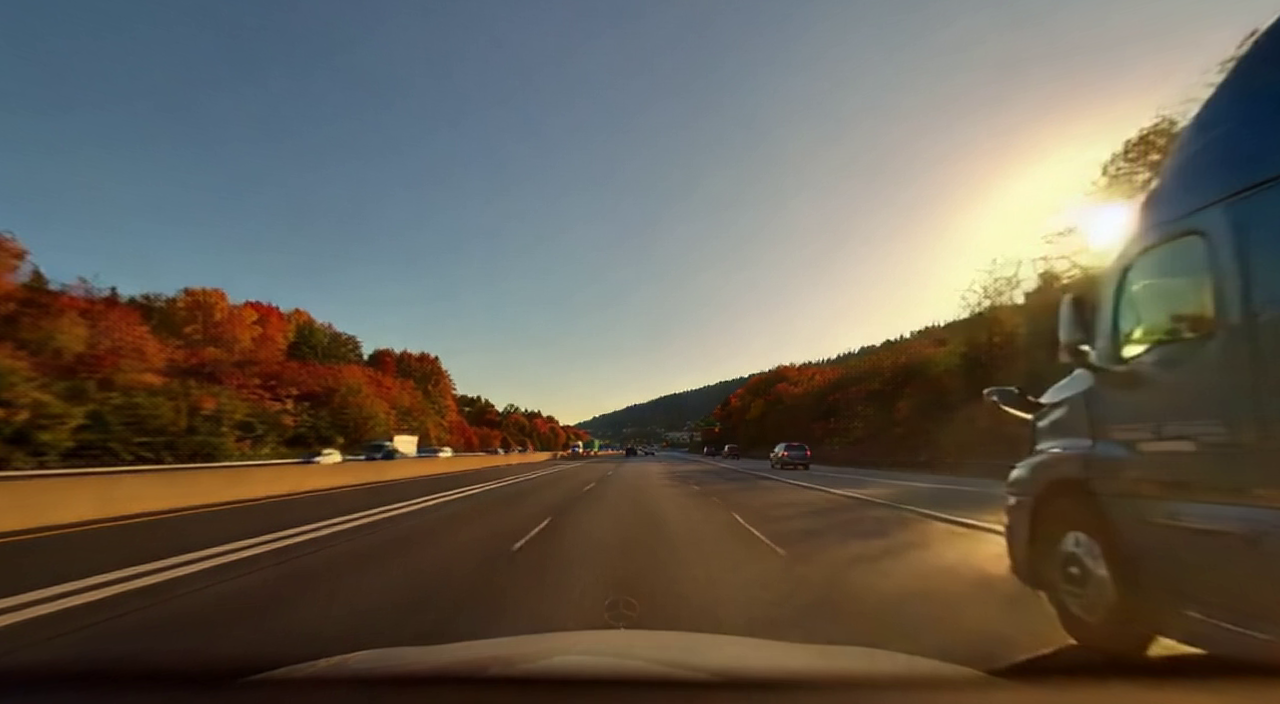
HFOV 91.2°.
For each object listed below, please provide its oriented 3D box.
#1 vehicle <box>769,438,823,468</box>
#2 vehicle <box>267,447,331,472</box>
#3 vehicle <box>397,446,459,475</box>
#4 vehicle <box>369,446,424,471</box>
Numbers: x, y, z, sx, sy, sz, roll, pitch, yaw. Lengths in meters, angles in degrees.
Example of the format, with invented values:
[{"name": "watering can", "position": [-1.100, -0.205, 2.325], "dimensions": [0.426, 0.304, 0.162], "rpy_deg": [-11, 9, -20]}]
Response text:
[{"name": "vehicle", "position": [10.102, 6.584, 40.950], "dimensions": [2.034, 1.770, 4.637], "rpy_deg": [0, -9, -4]}, {"name": "vehicle", "position": [-22.501, 7.086, 41.507], "dimensions": [1.881, 1.500, 4.069], "rpy_deg": [-1, -9, 1]}, {"name": "vehicle", "position": [-11.688, 5.997, 34.805], "dimensions": [1.874, 1.489, 4.402], "rpy_deg": [0, -9, 0]}, {"name": "vehicle", "position": [-15.435, 6.762, 39.968], "dimensions": [1.805, 1.517, 3.947], "rpy_deg": [-1, -9, 1]}]
